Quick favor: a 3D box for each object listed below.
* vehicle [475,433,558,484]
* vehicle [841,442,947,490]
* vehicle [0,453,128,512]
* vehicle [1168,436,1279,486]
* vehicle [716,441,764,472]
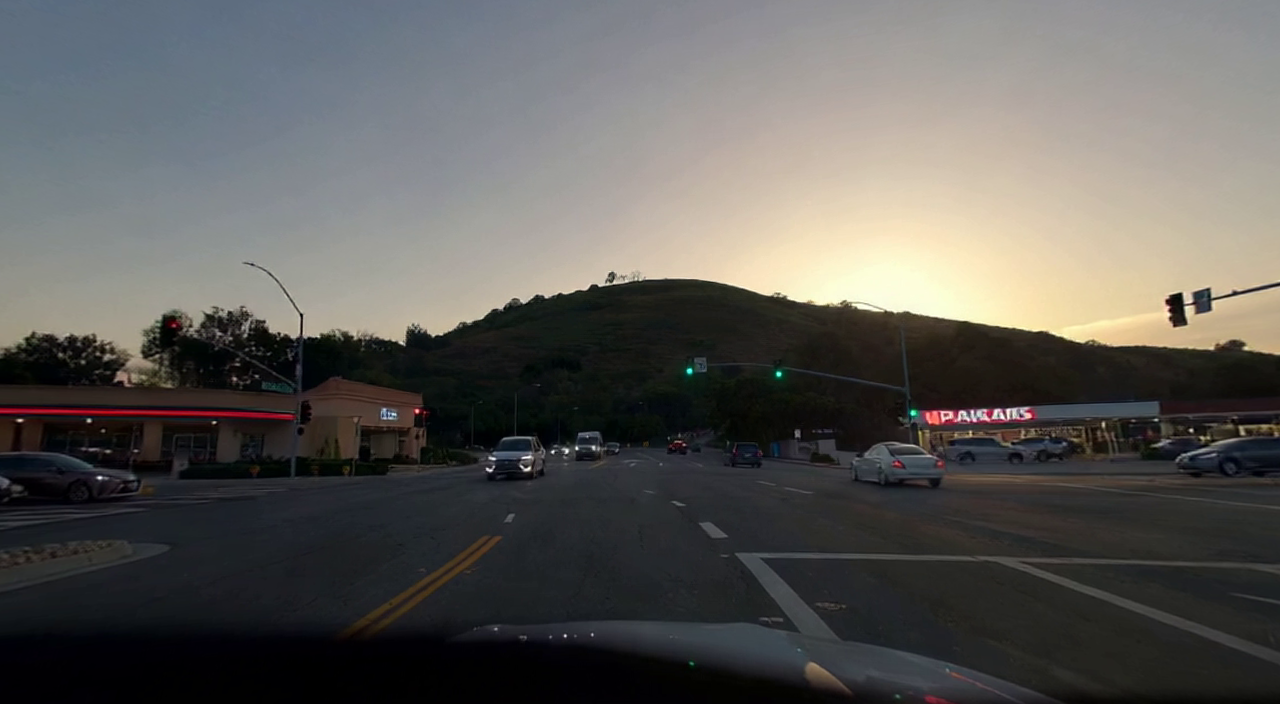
[{"bbox_3d":[-4.635,4.068,24.373,2.199,1.745,4.669,0,-8,1],"label":"vehicle"},{"bbox_3d":[9.139,4.117,23.104,1.911,1.594,4.378,0,-9,-2],"label":"vehicle"},{"bbox_3d":[-19.801,4.188,20.478,4.440,1.748,2.033,0,-9,1],"label":"vehicle"},{"bbox_3d":[25.046,4.499,26.076,4.546,1.944,2.051,1,-9,-5],"label":"vehicle"},{"bbox_3d":[5.557,5.853,35.422,1.855,1.622,4.167,0,-8,-2],"label":"vehicle"}]
